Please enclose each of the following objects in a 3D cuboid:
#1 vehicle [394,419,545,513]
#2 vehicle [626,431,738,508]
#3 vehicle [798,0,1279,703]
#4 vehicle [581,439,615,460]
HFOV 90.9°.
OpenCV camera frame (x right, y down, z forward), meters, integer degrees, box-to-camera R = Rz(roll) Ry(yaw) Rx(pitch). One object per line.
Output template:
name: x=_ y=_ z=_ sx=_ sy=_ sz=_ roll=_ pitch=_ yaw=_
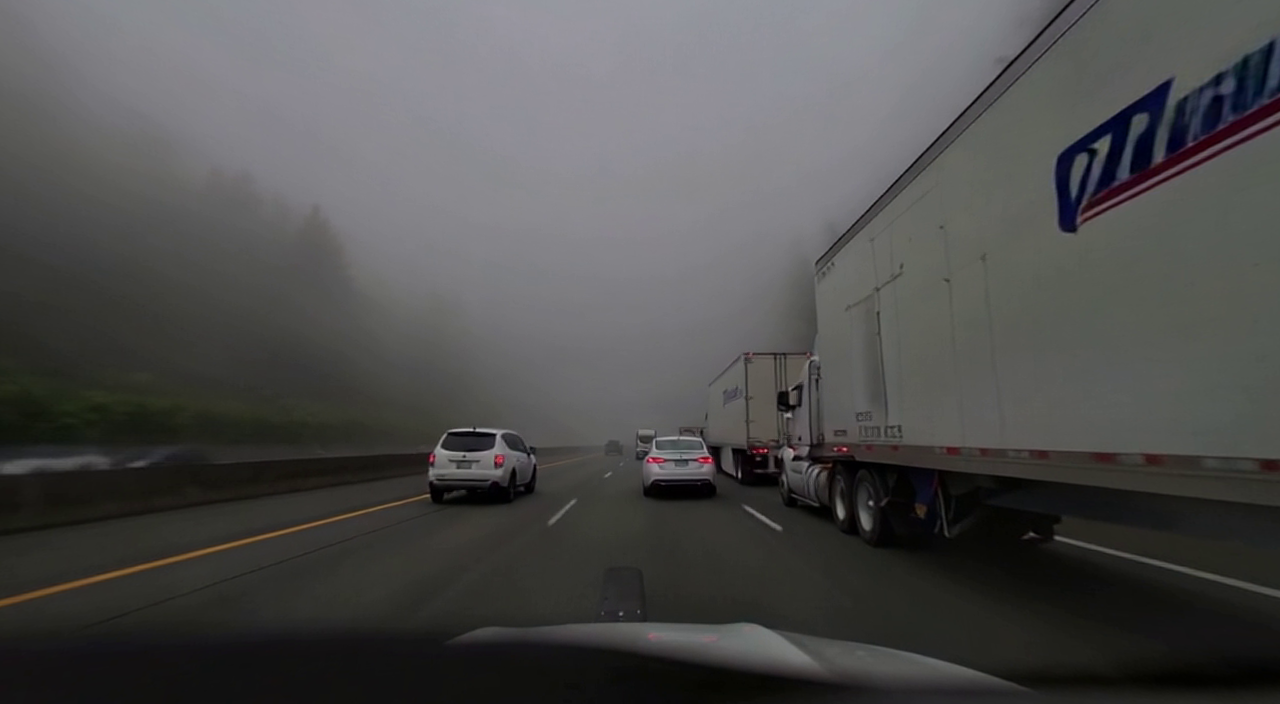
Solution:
vehicle: x=-3.512 y=2.419 z=14.008 sx=2.006 sy=1.729 sz=4.447 roll=0 pitch=-8 yaw=2
vehicle: x=0.814 y=2.606 z=14.606 sx=2.200 sy=1.495 sz=4.282 roll=0 pitch=-8 yaw=0
vehicle: x=4.536 y=-0.270 z=4.117 sx=2.967 sy=4.347 sz=15.373 roll=0 pitch=-8 yaw=0
vehicle: x=-3.191 y=7.518 z=48.995 sx=2.181 sy=1.538 sz=4.169 roll=0 pitch=-8 yaw=2
